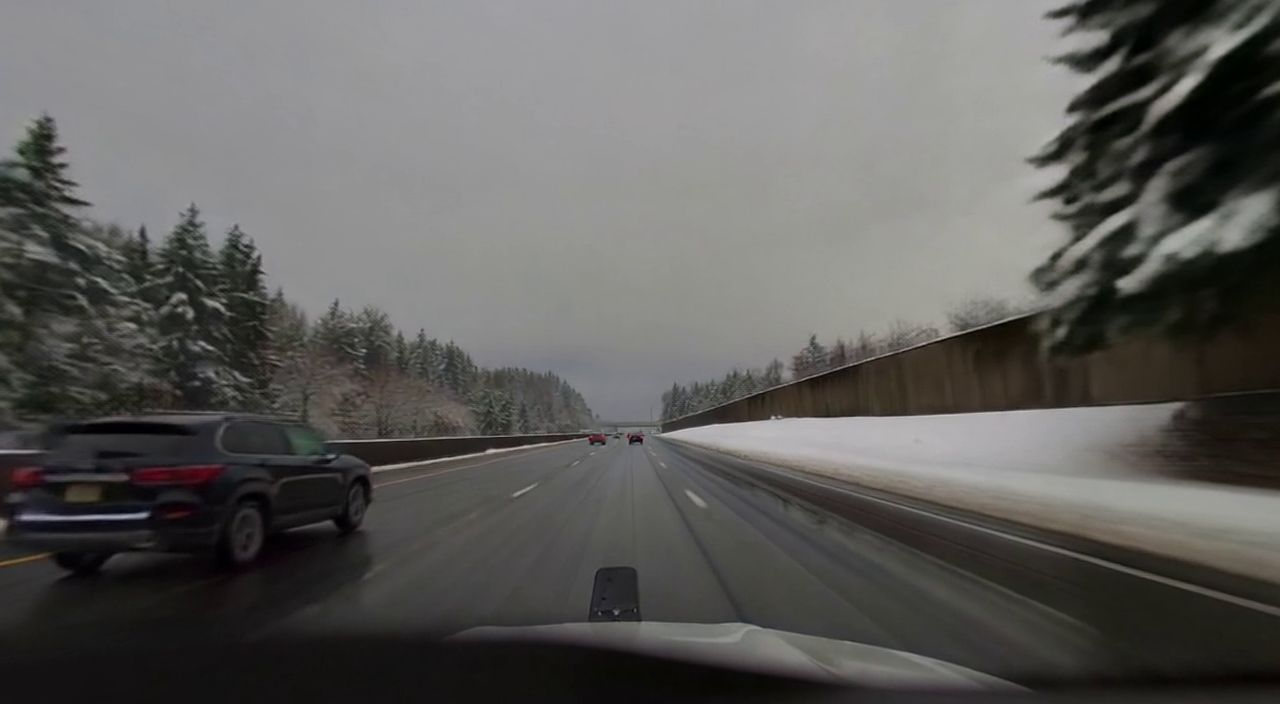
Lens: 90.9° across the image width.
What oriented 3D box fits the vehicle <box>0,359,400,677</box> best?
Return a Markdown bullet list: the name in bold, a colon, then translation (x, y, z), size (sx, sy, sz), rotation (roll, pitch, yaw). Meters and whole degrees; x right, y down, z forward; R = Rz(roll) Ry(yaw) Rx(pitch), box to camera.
- **vehicle**: translation (-4.258, 1.202, 5.794), size (2.306, 1.730, 4.606), rotation (0, -7, 0)
